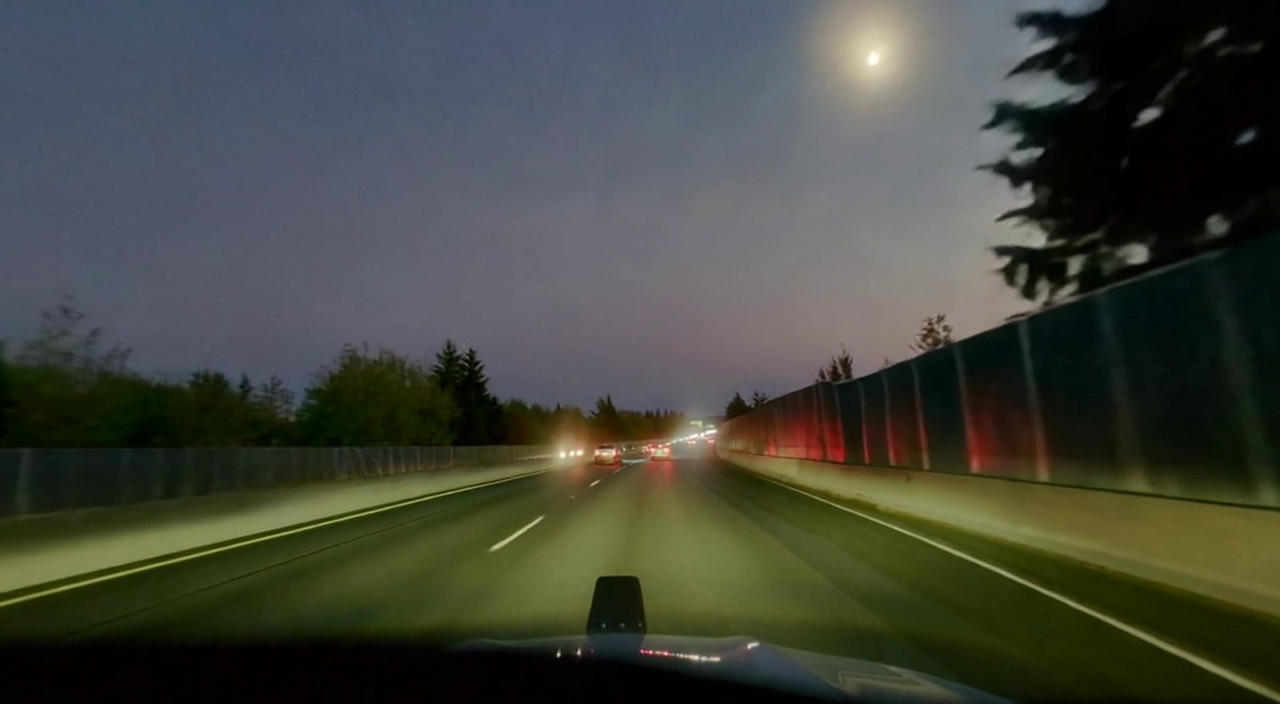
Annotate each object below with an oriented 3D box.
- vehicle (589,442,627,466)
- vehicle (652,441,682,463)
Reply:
[{"bbox_3d":[-2.061,6.682,41.461,1.985,1.518,3.847,-1,-8,4],"label":"vehicle"},{"bbox_3d":[2.014,7.389,46.474,2.077,1.533,3.854,0,-8,3],"label":"vehicle"}]
